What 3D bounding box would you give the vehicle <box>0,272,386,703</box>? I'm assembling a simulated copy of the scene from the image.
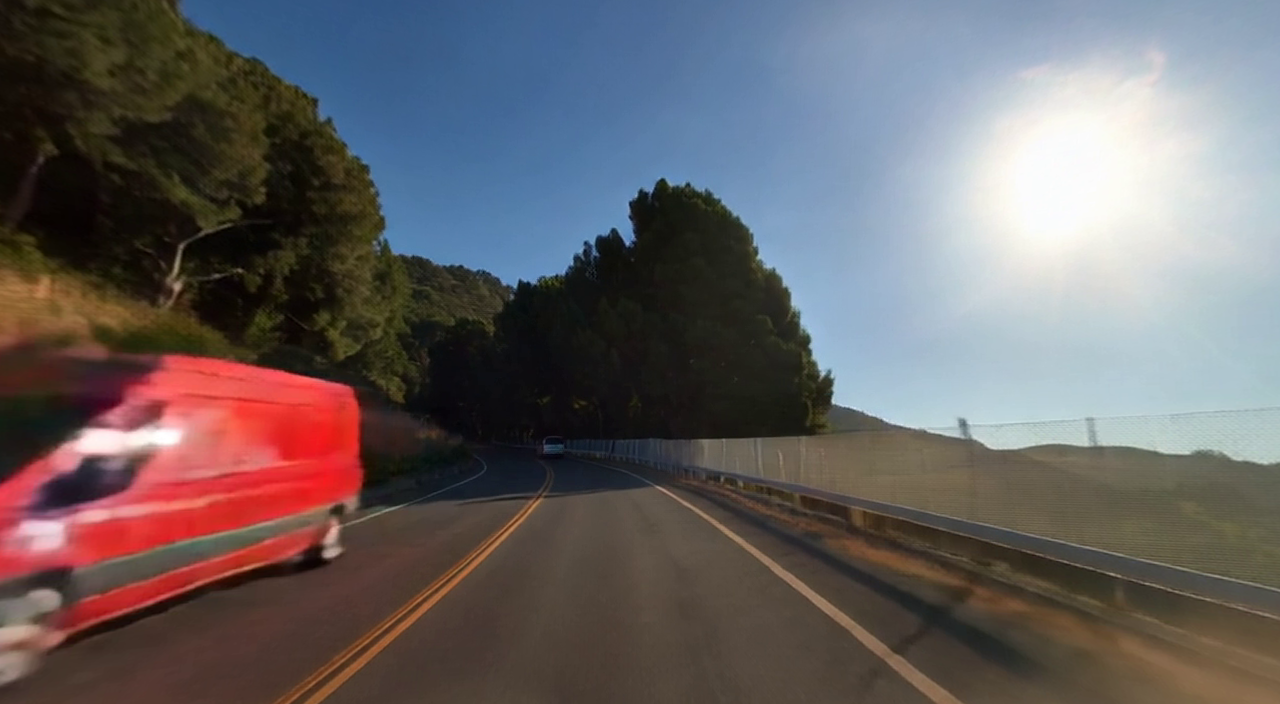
[{"bbox_3d":[-4.634,1.119,6.173,2.373,2.488,5.160,0,-9,-4],"label":"vehicle"}]
